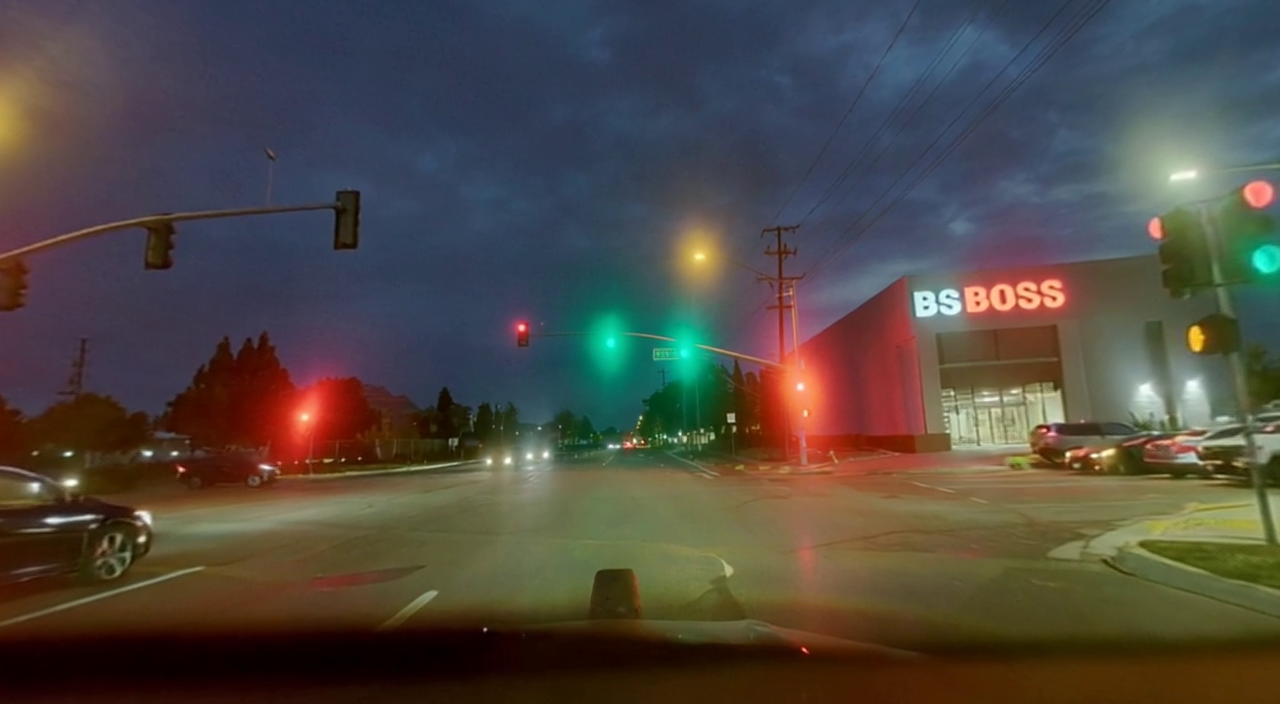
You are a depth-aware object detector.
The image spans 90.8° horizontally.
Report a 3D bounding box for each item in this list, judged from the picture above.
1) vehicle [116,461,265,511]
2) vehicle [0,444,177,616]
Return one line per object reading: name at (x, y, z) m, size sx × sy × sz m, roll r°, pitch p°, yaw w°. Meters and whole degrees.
vehicle at (-17.206, 5.127, 24.358) m, size 4.298 × 1.466 × 1.921 m, roll -4°, pitch -9°, yaw -2°
vehicle at (-6.431, 1.527, 5.365) m, size 1.928 × 1.451 × 4.219 m, roll 0°, pitch -9°, yaw -3°
